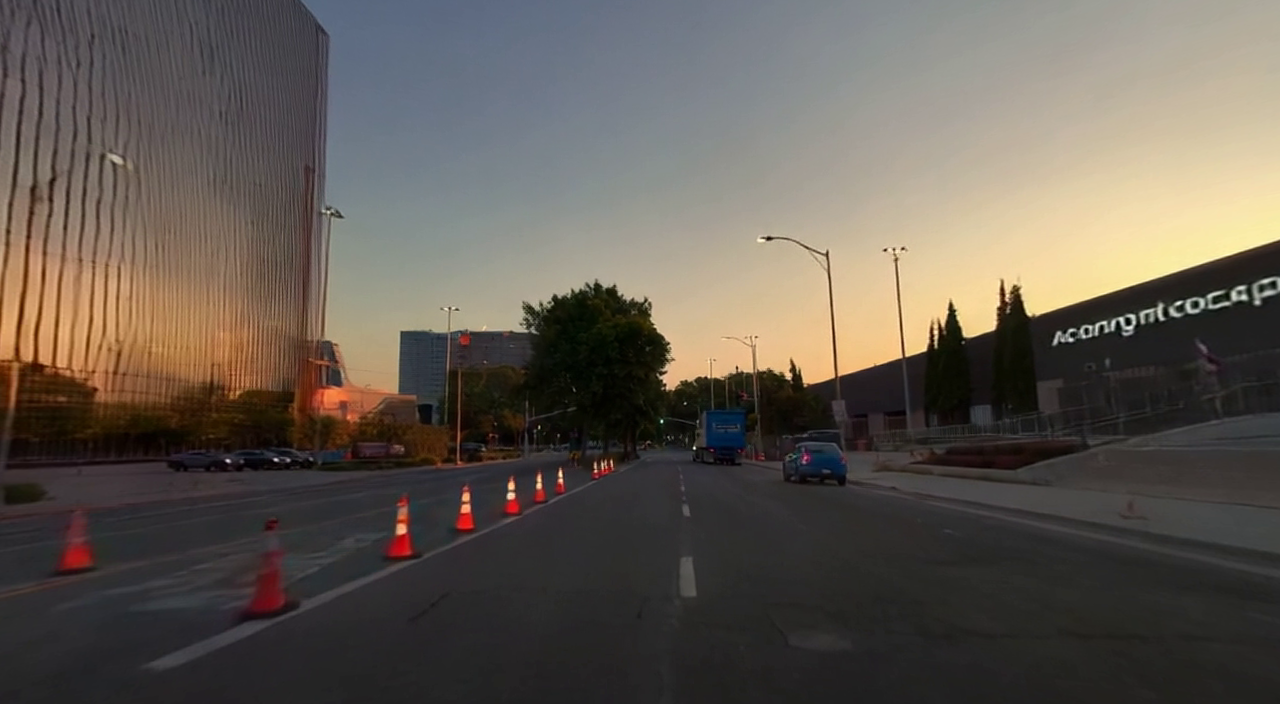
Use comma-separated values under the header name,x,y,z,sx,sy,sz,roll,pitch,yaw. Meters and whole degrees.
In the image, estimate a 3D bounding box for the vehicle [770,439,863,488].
name,x,y,z,sx,sy,sz,roll,pitch,yaw
vehicle,6.432,4.091,23.576,2.098,1.619,4.433,0,-9,-1

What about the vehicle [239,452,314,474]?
name,x,y,z,sx,sy,sz,roll,pitch,yaw
vehicle,-24.296,7.420,42.291,3.905,1.345,1.737,0,-9,-1

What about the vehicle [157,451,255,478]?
name,x,y,z,sx,sy,sz,roll,pitch,yaw
vehicle,-25.244,6.520,36.853,4.237,1.490,1.901,0,-9,-2
